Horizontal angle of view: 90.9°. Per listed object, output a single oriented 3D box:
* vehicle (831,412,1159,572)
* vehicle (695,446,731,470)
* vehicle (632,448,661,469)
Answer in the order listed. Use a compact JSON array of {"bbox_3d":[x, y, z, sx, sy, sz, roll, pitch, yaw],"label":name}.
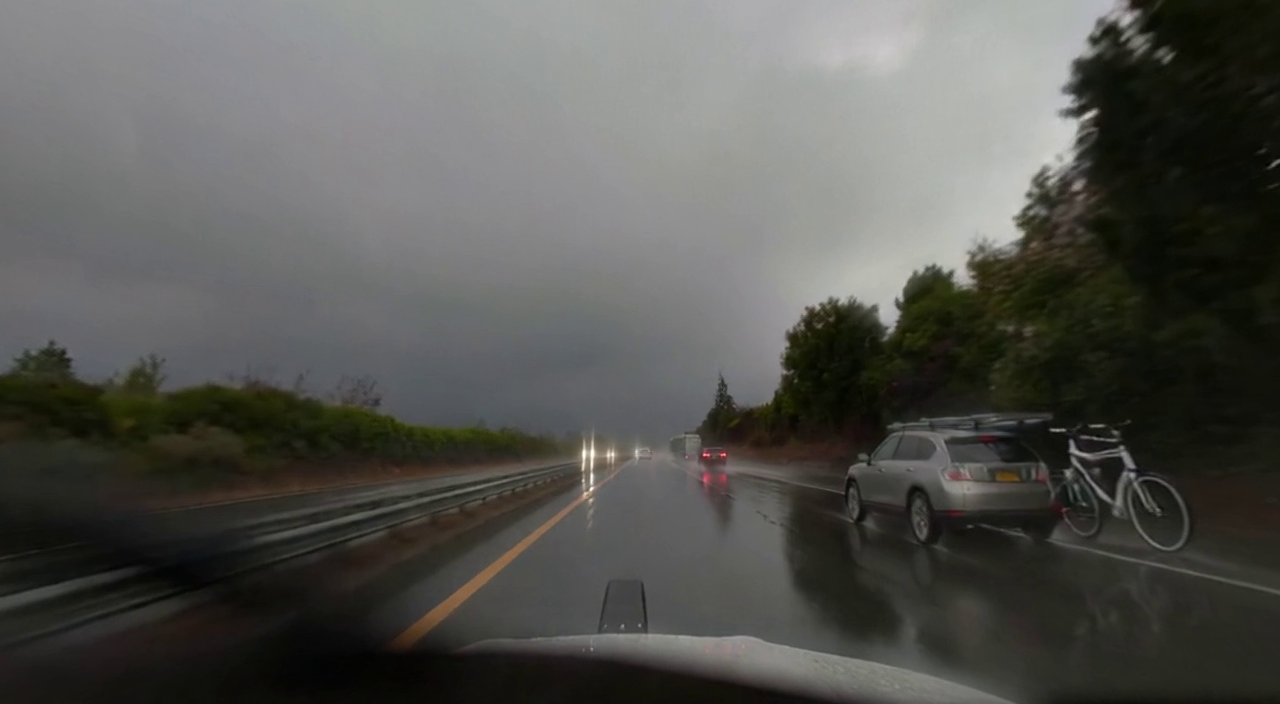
[{"bbox_3d":[4.238,1.744,8.514,1.978,1.604,4.128,0,-9,0],"label":"vehicle"},{"bbox_3d":[4.955,7.300,43.481,1.964,1.513,3.707,0,-9,-1],"label":"vehicle"},{"bbox_3d":[0.467,7.797,46.266,1.991,1.459,3.769,0,-9,0],"label":"vehicle"}]
